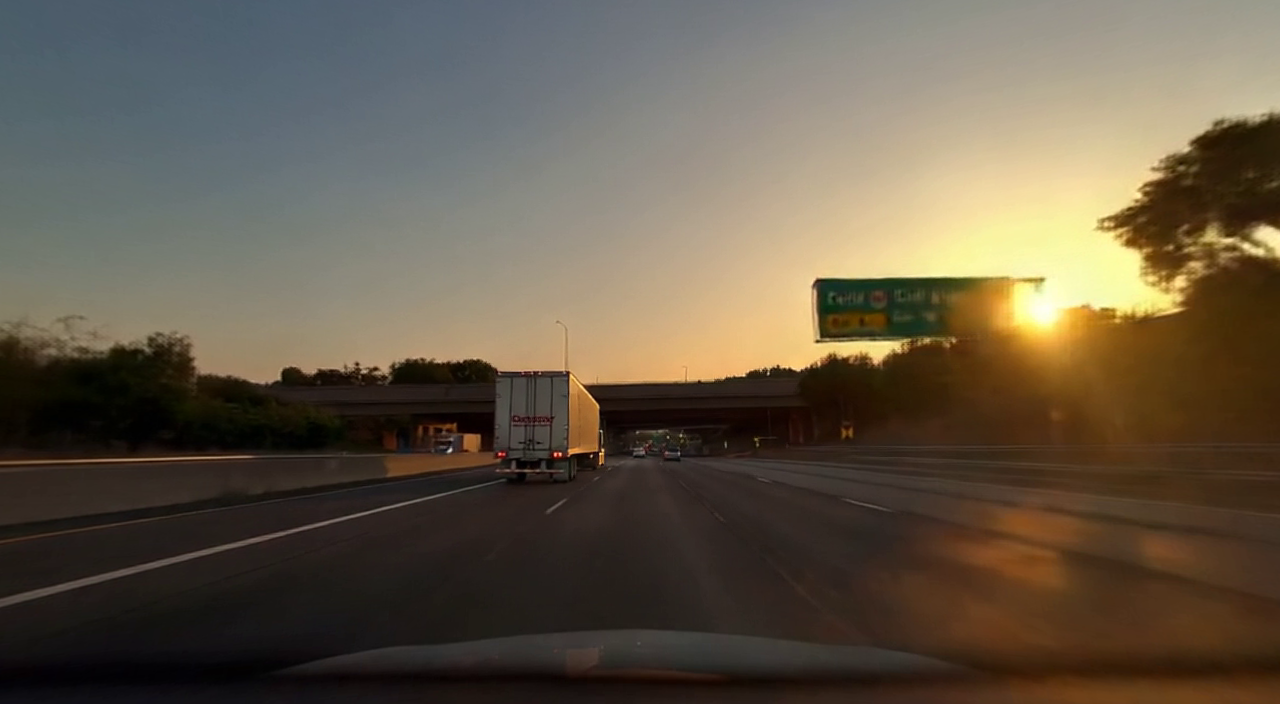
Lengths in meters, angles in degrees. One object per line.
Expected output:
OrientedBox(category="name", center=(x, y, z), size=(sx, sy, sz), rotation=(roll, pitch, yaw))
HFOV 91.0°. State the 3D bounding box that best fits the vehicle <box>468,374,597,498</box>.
OrientedBox(category="vehicle", center=(-3.278, 2.977, 21.810), size=(2.922, 3.458, 8.360), rotation=(0, -9, 0))
